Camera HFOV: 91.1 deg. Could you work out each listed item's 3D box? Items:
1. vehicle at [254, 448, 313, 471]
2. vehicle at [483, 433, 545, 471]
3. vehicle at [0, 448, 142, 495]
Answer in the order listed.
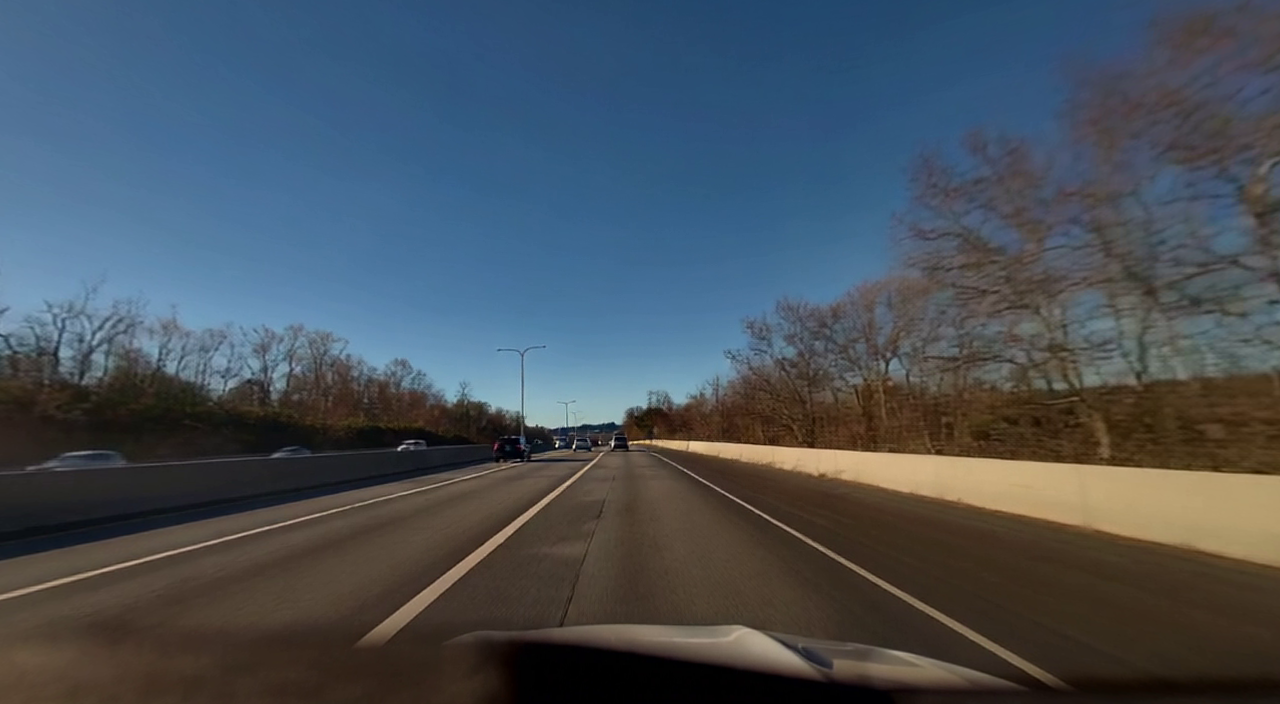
[{"bbox_3d":[-24.504,7.355,43.338,1.692,1.446,4.110,0,-8,-1],"label":"vehicle"},{"bbox_3d":[-5.367,4.297,27.324,1.988,1.505,4.044,0,-8,-2],"label":"vehicle"},{"bbox_3d":[-23.642,4.903,26.222,1.896,1.640,4.744,0,-8,-2],"label":"vehicle"}]
